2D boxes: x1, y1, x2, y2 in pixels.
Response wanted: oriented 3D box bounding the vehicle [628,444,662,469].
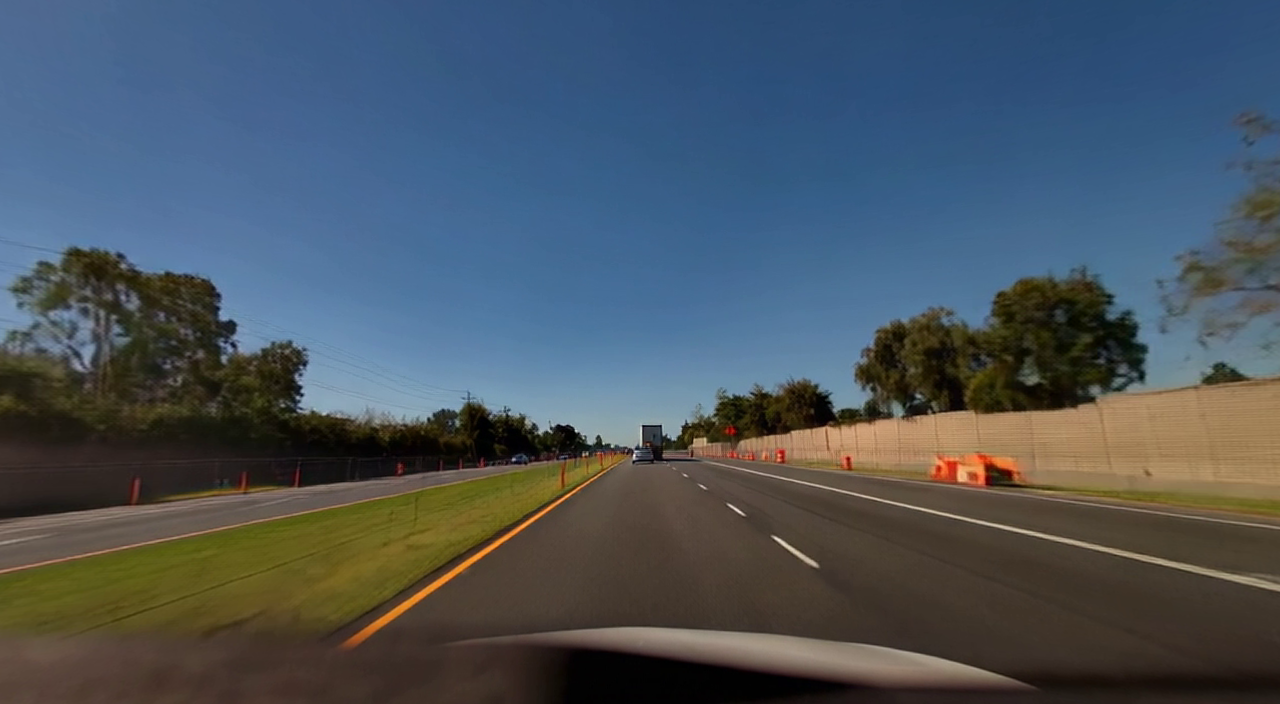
[{"bbox_3d":[0.282,6.810,41.217,2.065,1.573,3.734,0,-9,-1],"label":"vehicle"}]
